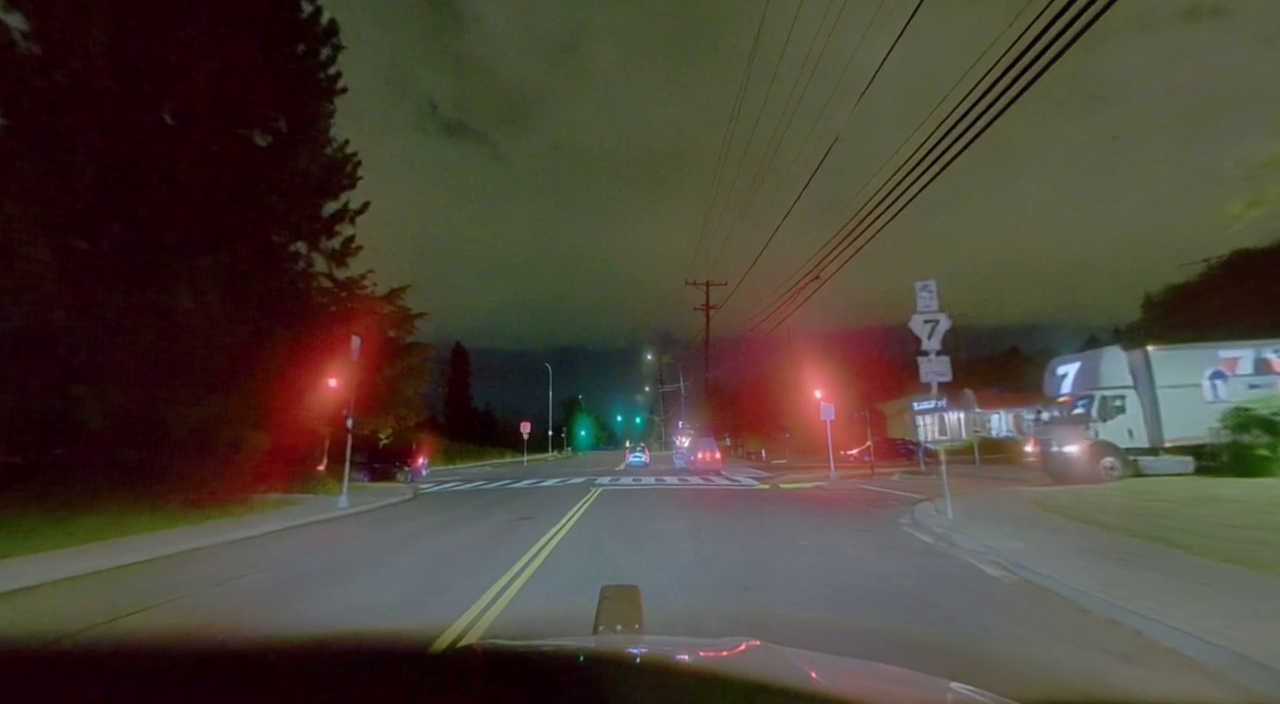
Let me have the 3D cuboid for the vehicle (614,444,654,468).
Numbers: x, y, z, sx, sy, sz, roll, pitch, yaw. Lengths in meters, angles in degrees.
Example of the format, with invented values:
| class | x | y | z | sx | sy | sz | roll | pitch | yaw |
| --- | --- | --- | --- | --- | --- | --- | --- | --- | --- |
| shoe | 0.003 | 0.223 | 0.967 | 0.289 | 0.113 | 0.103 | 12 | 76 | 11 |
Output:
| class | x | y | z | sx | sy | sz | roll | pitch | yaw |
| --- | --- | --- | --- | --- | --- | --- | --- | --- | --- |
| vehicle | -0.439 | 6.686 | 40.809 | 1.874 | 1.427 | 3.976 | 2 | -9 | -12 |

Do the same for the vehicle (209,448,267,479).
| class | x | y | z | sx | sy | sz | roll | pitch | yaw |
| --- | --- | --- | --- | --- | --- | --- | --- | --- | --- |
| vehicle | -30.289 | 8.405 | 47.761 | 2.087 | 2.103 | 4.490 | 0 | -9 | -10 |

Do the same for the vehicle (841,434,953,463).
| class | x | y | z | sx | sy | sz | roll | pitch | yaw |
| --- | --- | --- | --- | --- | --- | --- | --- | --- | --- |
| vehicle | 13.076 | 4.942 | 32.364 | 4.872 | 1.400 | 1.955 | -1 | -8 | 2 |

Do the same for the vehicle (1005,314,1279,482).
| class | x | y | z | sx | sy | sz | roll | pitch | yaw |
| --- | --- | --- | --- | --- | --- | --- | --- | --- | --- |
| vehicle | 15.084 | 1.263 | 15.976 | 9.897 | 3.821 | 2.789 | 1 | -8 | -1 |

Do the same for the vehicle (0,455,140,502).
| class | x | y | z | sx | sy | sz | roll | pitch | yaw |
| --- | --- | --- | --- | --- | --- | --- | --- | --- | --- |
| vehicle | -25.663 | 5.438 | 27.313 | 5.763 | 1.855 | 2.340 | 2 | -8 | -8 |

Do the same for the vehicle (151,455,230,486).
| class | x | y | z | sx | sy | sz | roll | pitch | yaw |
| --- | --- | --- | --- | --- | --- | --- | --- | --- | --- |
| vehicle | -29.201 | 7.696 | 41.236 | 2.085 | 1.763 | 4.658 | 1 | -8 | -6 |

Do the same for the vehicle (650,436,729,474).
| class | x | y | z | sx | sy | sz | roll | pitch | yaw |
| --- | --- | --- | --- | --- | --- | --- | --- | --- | --- |
| vehicle | 2.554 | 5.553 | 34.455 | 2.553 | 1.868 | 5.536 | 2 | -9 | -15 |

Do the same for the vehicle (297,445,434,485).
| class | x | y | z | sx | sy | sz | roll | pitch | yaw |
| --- | --- | --- | --- | --- | --- | --- | --- | --- | --- |
| vehicle | -13.791 | 5.689 | 32.104 | 5.866 | 1.904 | 2.197 | 1 | -9 | -6 |
